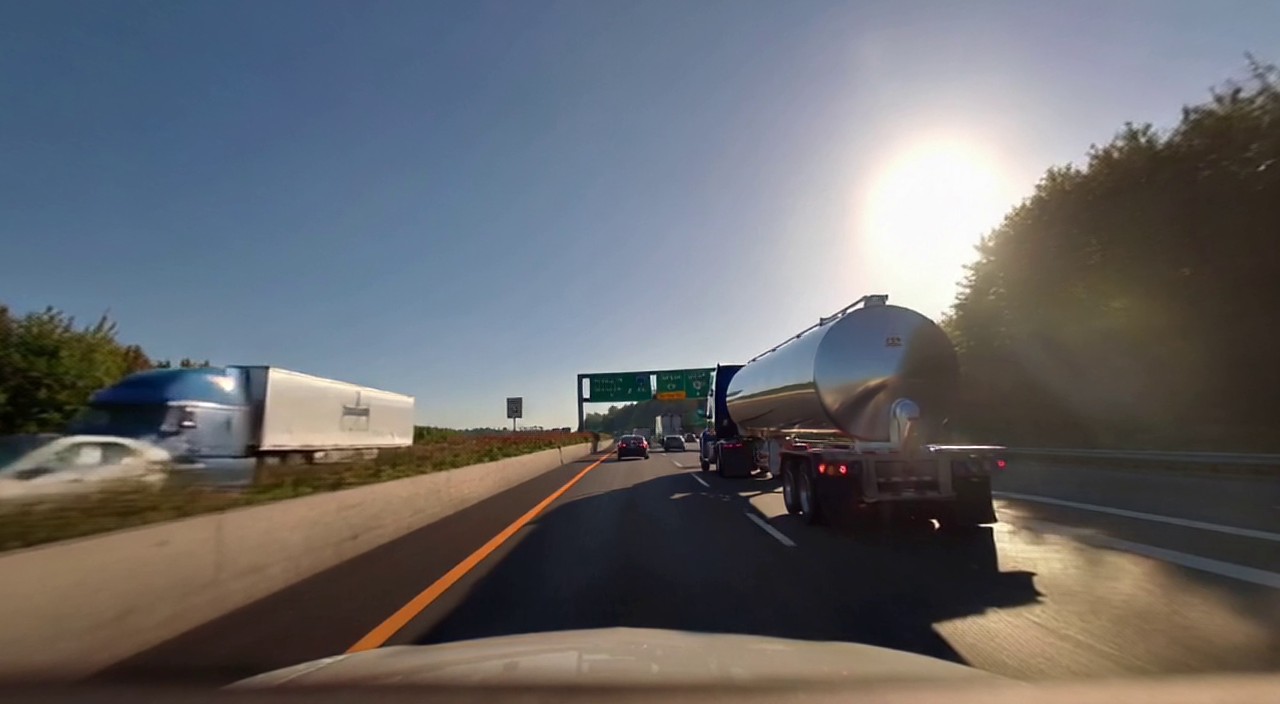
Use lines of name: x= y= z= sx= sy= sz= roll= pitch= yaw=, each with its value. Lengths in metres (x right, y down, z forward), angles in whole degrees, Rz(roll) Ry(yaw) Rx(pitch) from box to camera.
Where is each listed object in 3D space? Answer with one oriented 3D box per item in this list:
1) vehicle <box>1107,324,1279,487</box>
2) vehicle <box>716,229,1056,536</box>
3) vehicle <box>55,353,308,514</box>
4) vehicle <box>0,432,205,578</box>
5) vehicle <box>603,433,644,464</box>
vehicle: x=17.222 y=1.357 z=15.905 sx=2.722 sy=4.038 sz=8.781 roll=2 pitch=-8 yaw=-13
vehicle: x=3.627 y=0.946 z=12.613 sx=2.826 sy=3.905 sz=9.262 roll=0 pitch=-8 yaw=-1
vehicle: x=-12.996 y=2.403 z=18.744 sx=3.003 sy=4.019 sz=5.876 roll=0 pitch=-8 yaw=-1
vehicle: x=-8.565 y=1.973 z=8.669 sx=1.991 sy=1.712 sz=4.495 roll=0 pitch=-8 yaw=-1
vehicle: x=-0.852 y=4.990 z=32.727 sx=2.000 sy=1.510 sz=3.518 roll=0 pitch=-8 yaw=-1
